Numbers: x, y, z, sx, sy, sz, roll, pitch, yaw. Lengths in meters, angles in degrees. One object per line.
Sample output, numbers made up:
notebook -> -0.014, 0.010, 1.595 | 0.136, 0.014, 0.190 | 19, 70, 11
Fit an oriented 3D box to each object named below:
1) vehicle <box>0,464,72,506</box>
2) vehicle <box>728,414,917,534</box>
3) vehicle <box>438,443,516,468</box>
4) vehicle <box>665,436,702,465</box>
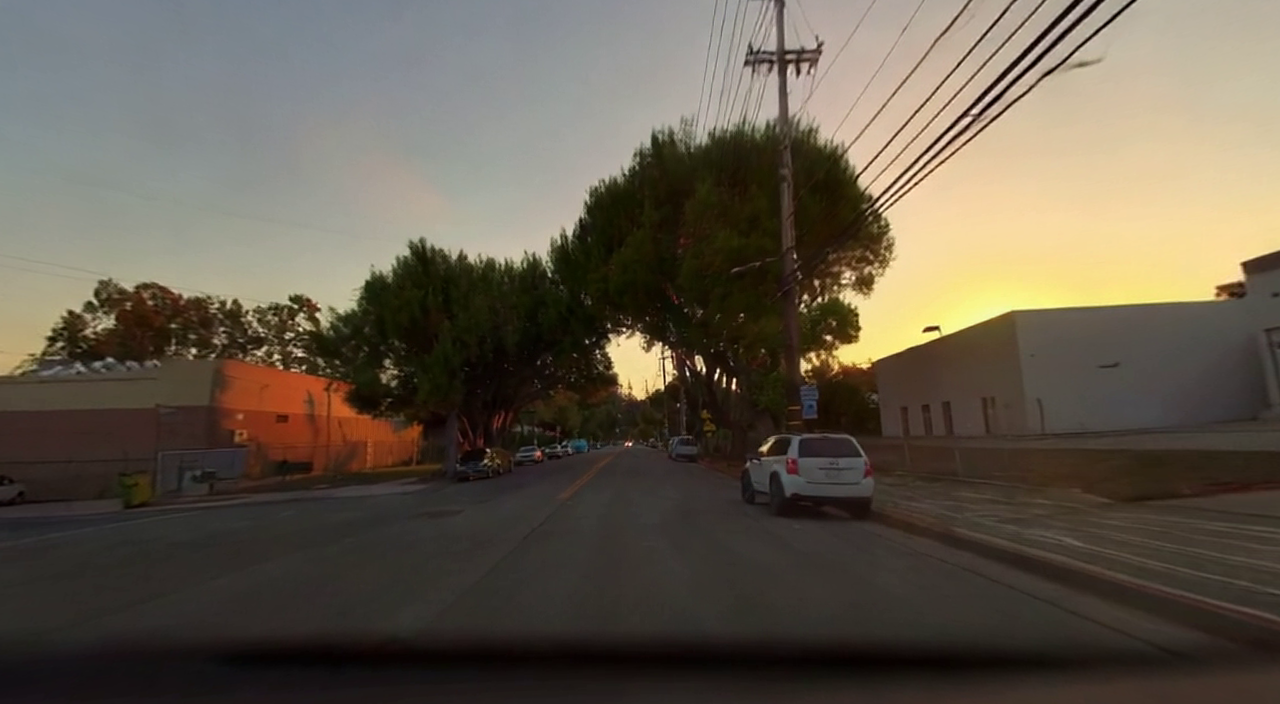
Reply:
vehicle -> -25.789, 5.408, 25.450 | 1.803, 1.469, 4.240 | -3, -7, 1
vehicle -> 3.180, 2.276, 12.419 | 2.138, 1.820, 5.218 | 0, -9, 0
vehicle -> -12.428, 7.898, 48.412 | 5.330, 1.805, 2.170 | 0, -9, -1
vehicle -> 2.979, 6.853, 43.990 | 2.120, 1.869, 4.773 | 0, -9, -2
